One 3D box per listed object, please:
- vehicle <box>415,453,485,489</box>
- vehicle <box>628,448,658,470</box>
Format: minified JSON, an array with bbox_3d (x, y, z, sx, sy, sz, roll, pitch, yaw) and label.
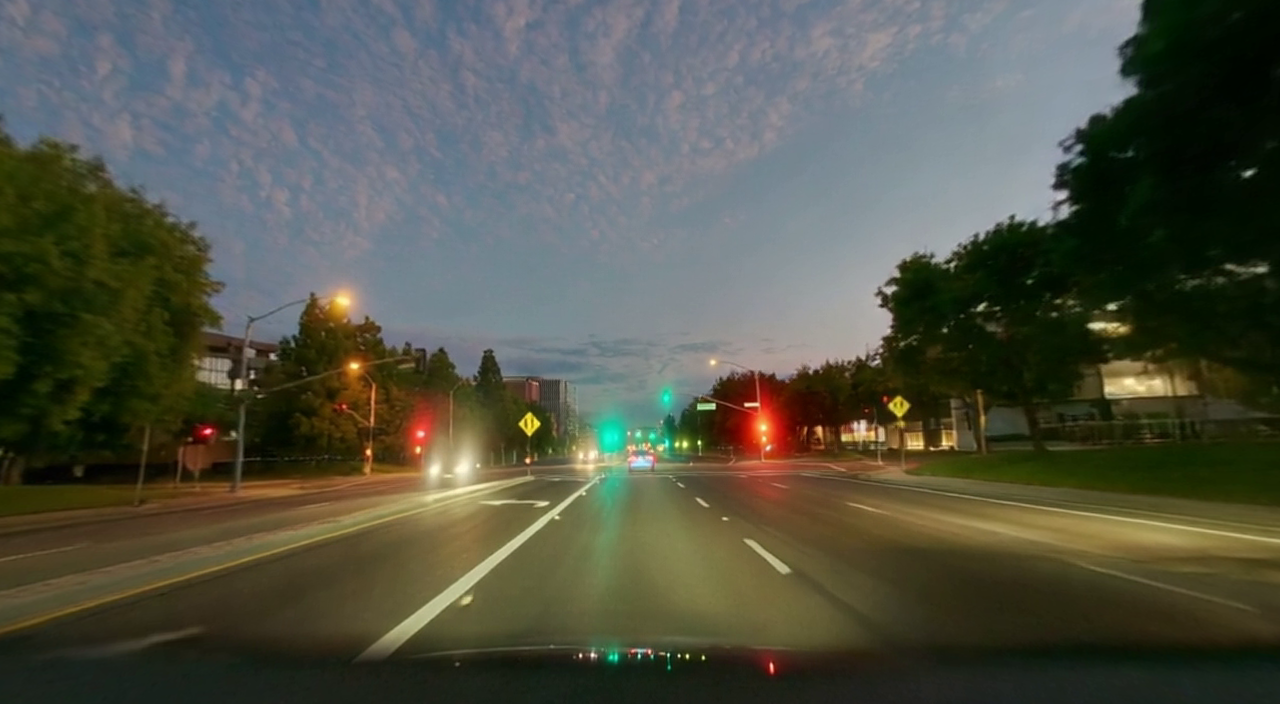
[{"bbox_3d":[-8.734,5.464,29.324,1.887,1.480,4.446,0,-9,0],"label":"vehicle"},{"bbox_3d":[0.226,7.674,45.268,2.064,1.477,3.968,0,-9,0],"label":"vehicle"}]
